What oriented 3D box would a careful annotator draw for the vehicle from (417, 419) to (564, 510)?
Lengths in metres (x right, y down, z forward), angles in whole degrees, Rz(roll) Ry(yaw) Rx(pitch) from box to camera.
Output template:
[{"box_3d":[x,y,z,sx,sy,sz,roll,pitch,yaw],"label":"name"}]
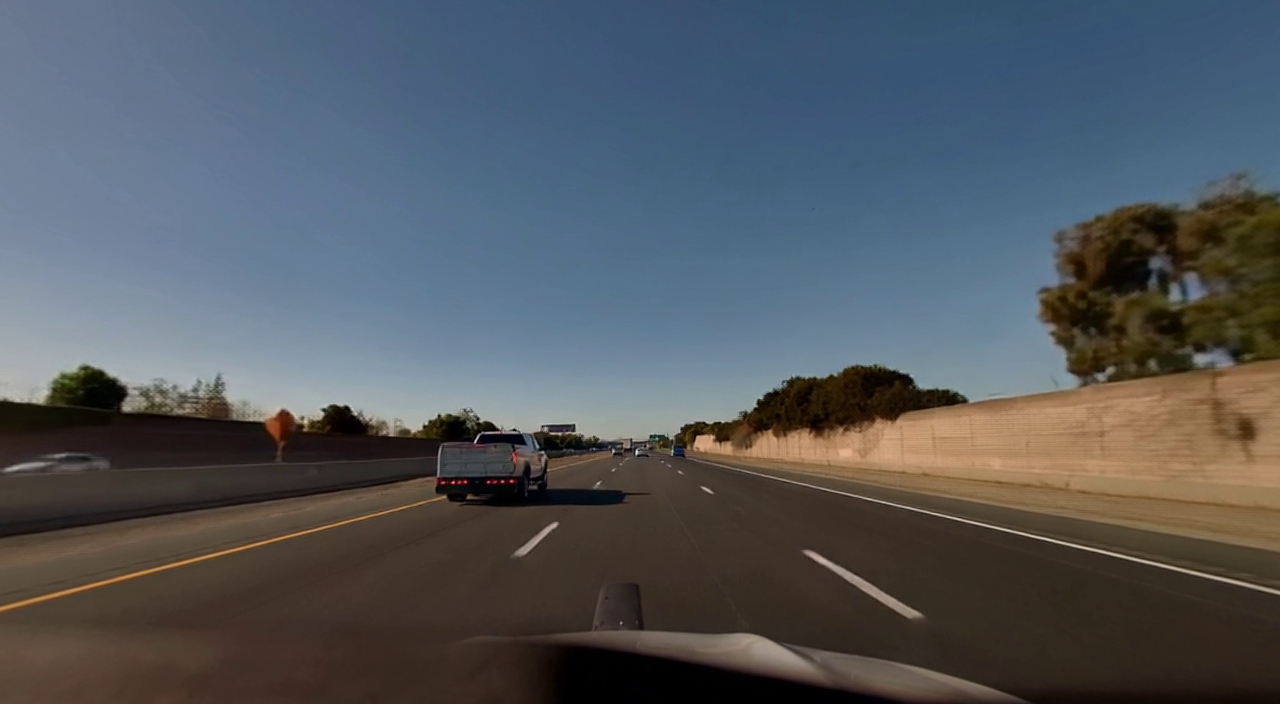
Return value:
[{"box_3d":[-3.544,2.828,16.331,2.379,1.918,5.504,0,-8,1],"label":"vehicle"}]
